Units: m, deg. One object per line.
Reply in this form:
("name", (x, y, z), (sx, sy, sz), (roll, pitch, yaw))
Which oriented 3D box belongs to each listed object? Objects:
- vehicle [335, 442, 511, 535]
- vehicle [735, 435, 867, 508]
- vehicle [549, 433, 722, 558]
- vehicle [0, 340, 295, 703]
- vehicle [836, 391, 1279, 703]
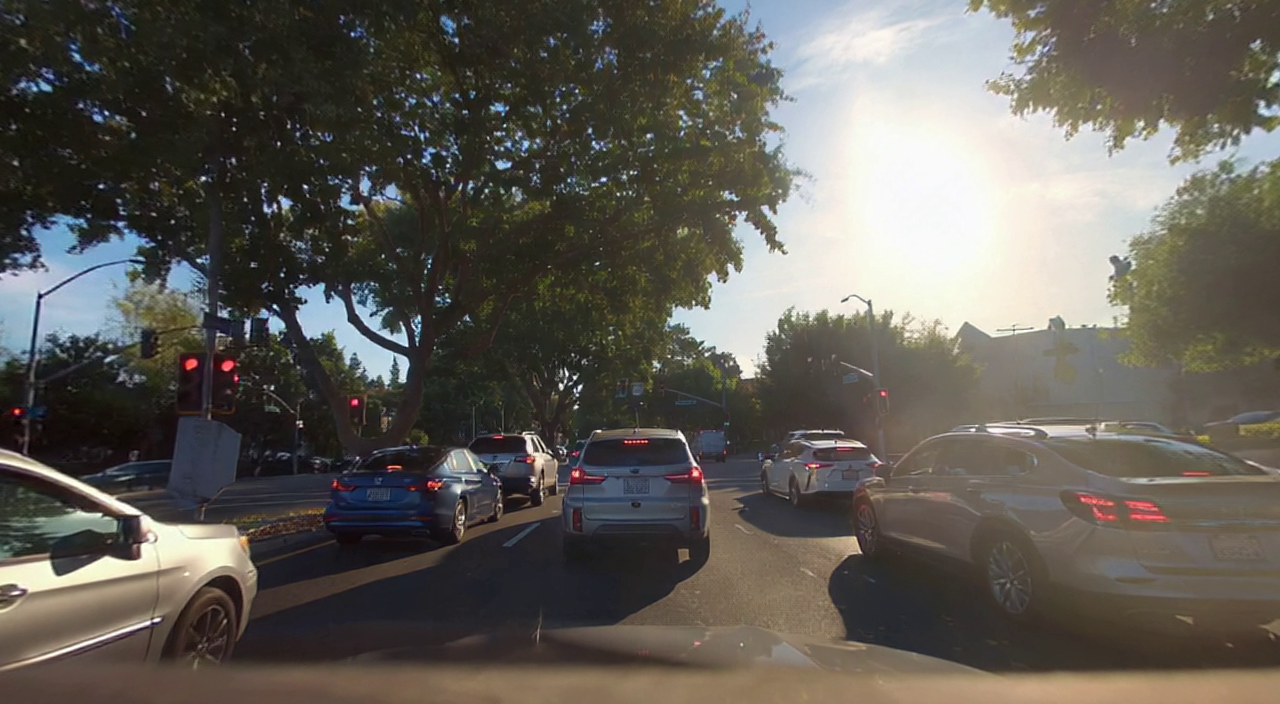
("vehicle", (-3.919, 2.503, 12.335), (1.919, 1.459, 4.371), (0, -8, -1))
("vehicle", (3.652, 2.779, 15.246), (1.922, 1.472, 4.440), (0, -8, -1))
("vehicle", (-0.071, 2.008, 9.594), (2.061, 1.470, 3.970), (0, -8, 0))
("vehicle", (-3.654, 0.836, 2.542), (2.047, 1.764, 4.369), (0, -8, 0))
("vehicle", (3.395, 1.305, 5.411), (1.933, 1.564, 4.600), (0, -8, 0))
